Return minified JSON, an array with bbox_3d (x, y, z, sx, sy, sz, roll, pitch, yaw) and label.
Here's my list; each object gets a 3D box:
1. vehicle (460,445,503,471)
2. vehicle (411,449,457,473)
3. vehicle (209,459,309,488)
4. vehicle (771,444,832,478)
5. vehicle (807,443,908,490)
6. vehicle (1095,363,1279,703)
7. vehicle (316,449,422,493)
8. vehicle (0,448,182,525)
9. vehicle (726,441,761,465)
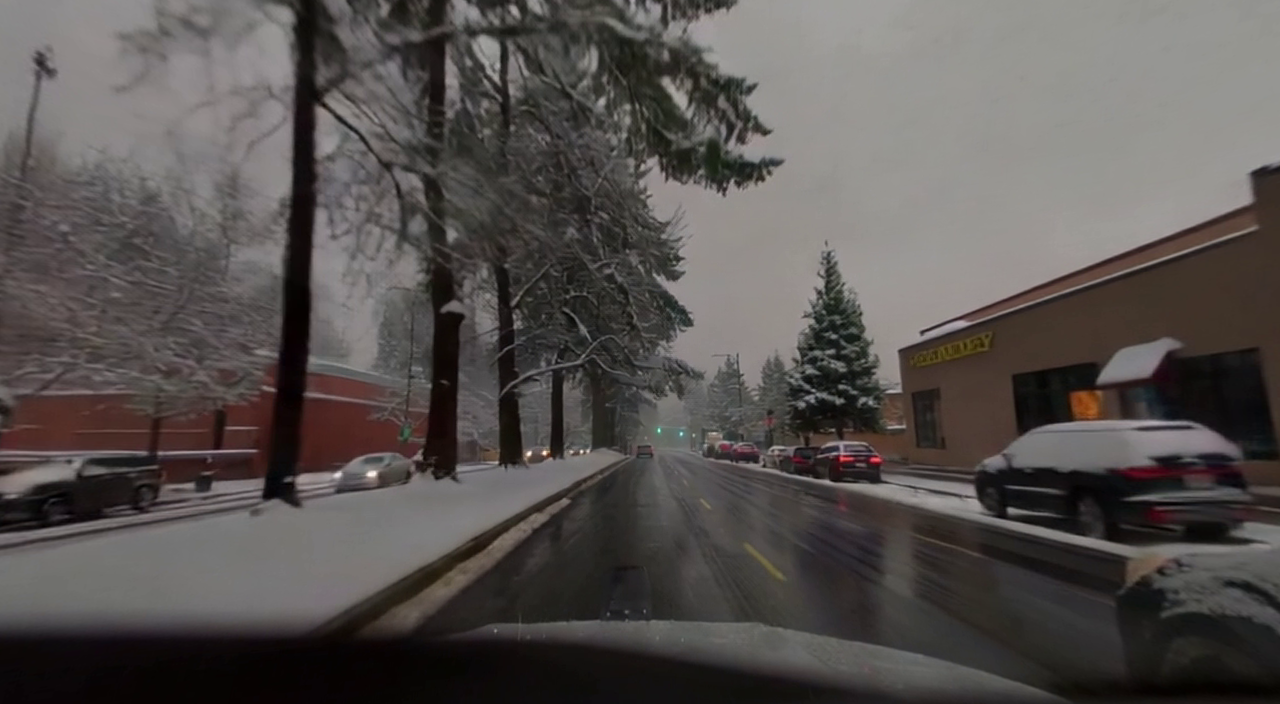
[{"bbox_3d":[-11.387,7.608,45.555,1.910,1.705,4.399,0,-8,1],"label":"vehicle"},{"bbox_3d":[-15.436,8.155,47.469,1.876,1.605,4.544,0,-8,1],"label":"vehicle"},{"bbox_3d":[-20.721,6.603,34.355,4.336,1.441,1.813,-1,-8,6],"label":"vehicle"},{"bbox_3d":[7.606,5.143,30.103,1.881,1.443,4.576,0,-8,2],"label":"vehicle"},{"bbox_3d":[7.397,3.923,21.989,1.874,1.438,4.466,0,-8,-1],"label":"vehicle"},{"bbox_3d":[2.761,0.582,0.343,1.989,1.498,4.050,0,-8,0],"label":"vehicle"},{"bbox_3d":[-10.261,4.506,24.317,1.890,1.482,4.411,-1,-8,4],"label":"vehicle"},{"bbox_3d":[-16.031,3.769,18.343,1.972,1.898,4.556,0,-8,0],"label":"vehicle"},{"bbox_3d":[7.848,7.622,47.933,1.891,1.711,4.173,0,-8,-1],"label":"vehicle"}]
